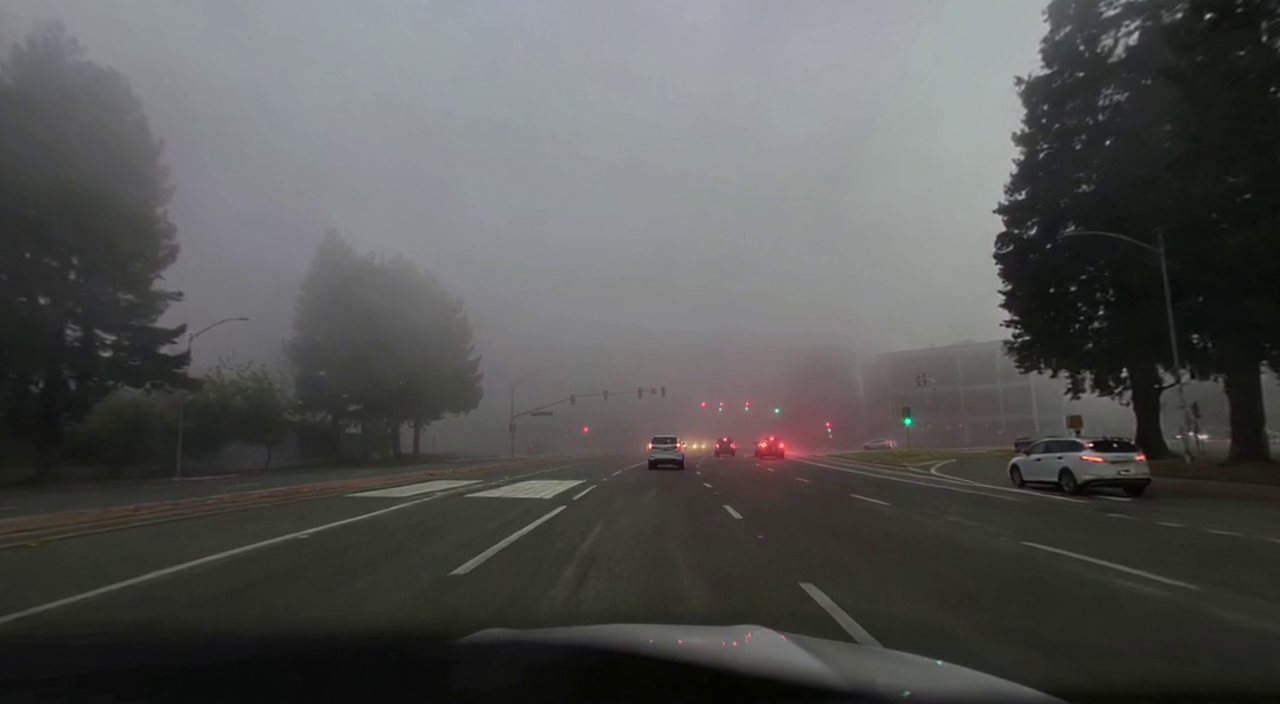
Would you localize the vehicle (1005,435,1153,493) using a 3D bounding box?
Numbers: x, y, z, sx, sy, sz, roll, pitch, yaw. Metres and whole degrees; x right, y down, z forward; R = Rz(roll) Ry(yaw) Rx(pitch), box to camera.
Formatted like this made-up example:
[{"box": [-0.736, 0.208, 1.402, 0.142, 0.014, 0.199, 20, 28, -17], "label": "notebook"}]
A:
[{"box": [13.826, 3.537, 20.316, 2.118, 1.606, 4.640, -2, -9, 11], "label": "vehicle"}]

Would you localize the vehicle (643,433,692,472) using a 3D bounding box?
[{"box": [1.454, 5.045, 31.866, 2.211, 1.795, 4.179, -1, -9, 5], "label": "vehicle"}]

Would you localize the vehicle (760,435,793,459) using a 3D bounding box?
[{"box": [10.675, 7.523, 49.833, 2.074, 1.791, 4.393, -1, -9, 6], "label": "vehicle"}]
